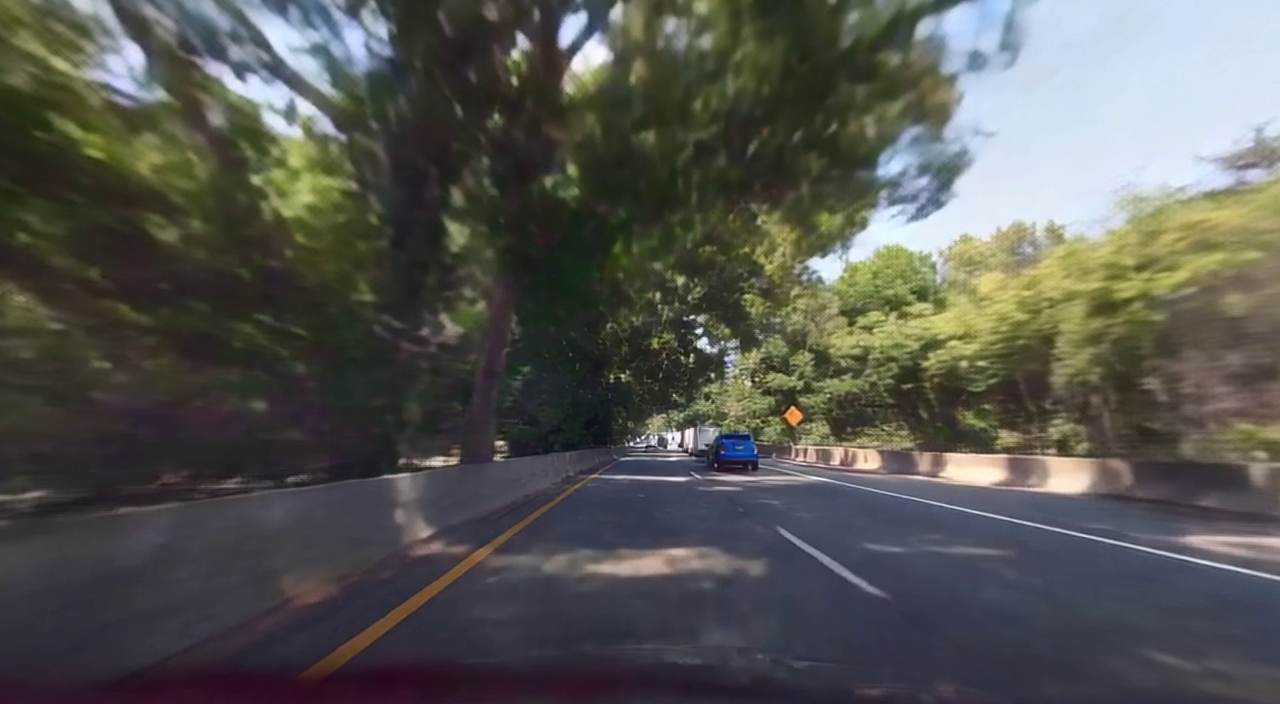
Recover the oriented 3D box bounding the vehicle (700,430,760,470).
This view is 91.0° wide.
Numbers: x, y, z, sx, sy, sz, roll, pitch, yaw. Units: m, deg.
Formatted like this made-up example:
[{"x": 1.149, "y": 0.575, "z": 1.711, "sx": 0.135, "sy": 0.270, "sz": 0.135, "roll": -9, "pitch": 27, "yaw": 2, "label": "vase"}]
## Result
[{"x": 3.969, "y": 4.405, "z": 28.467, "sx": 2.022, "sy": 1.663, "sz": 4.245, "roll": 0, "pitch": -8, "yaw": 0, "label": "vehicle"}]
